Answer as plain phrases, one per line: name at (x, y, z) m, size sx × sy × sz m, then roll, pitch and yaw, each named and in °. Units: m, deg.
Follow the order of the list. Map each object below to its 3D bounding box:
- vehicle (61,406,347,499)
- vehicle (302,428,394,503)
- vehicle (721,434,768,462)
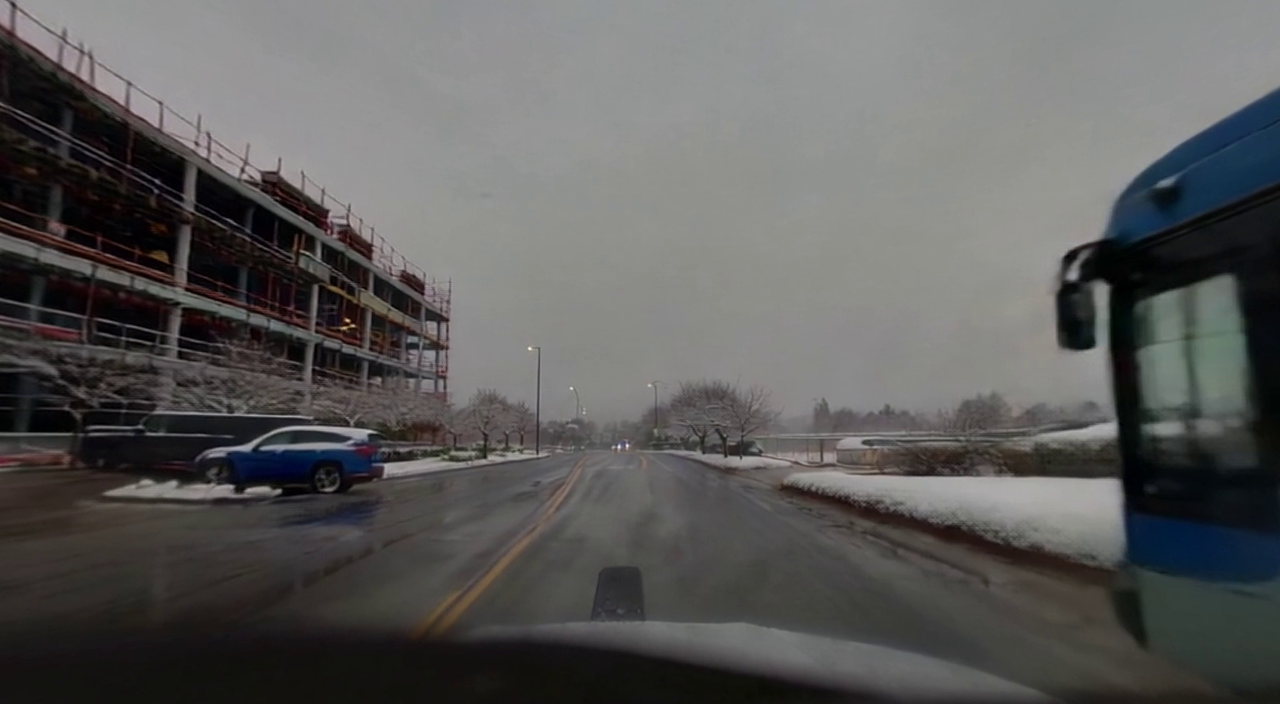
vehicle at (-14.105, 3.352, 21.162) m, size 7.067 × 2.785 × 2.980 m, roll 2°, pitch -9°, yaw -10°
vehicle at (-8.701, 3.346, 19.039) m, size 1.515 × 2.074 × 2.668 m, roll 0°, pitch -7°, yaw -2°
vehicle at (7.689, 7.185, 47.244) m, size 2.267 × 1.911 × 5.816 m, roll 0°, pitch -8°, yaw -3°
